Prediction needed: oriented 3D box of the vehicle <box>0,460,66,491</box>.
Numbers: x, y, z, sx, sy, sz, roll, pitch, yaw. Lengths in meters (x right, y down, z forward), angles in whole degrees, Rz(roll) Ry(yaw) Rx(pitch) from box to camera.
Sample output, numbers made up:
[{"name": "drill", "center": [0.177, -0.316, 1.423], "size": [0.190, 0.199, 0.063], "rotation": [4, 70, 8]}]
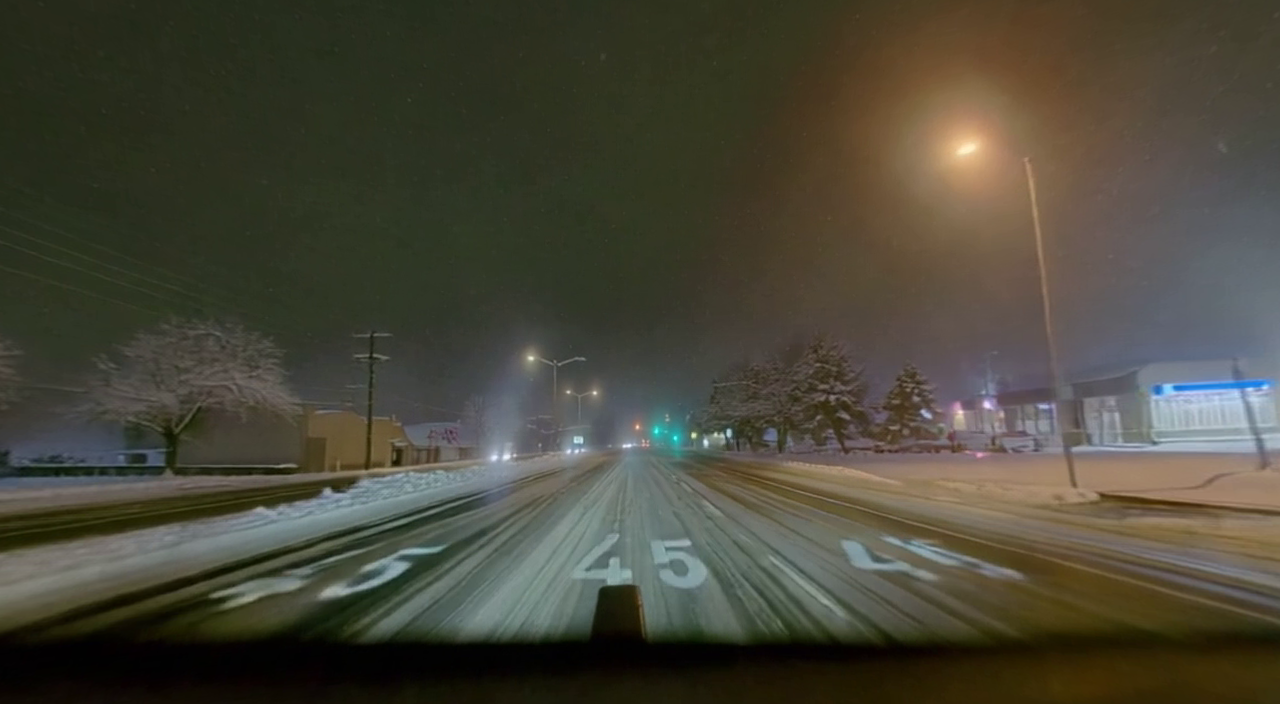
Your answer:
[{"name": "vehicle", "center": [-32.986, 6.418, 32.778], "size": [1.809, 1.448, 4.747], "rotation": [0, -8, 2]}]
